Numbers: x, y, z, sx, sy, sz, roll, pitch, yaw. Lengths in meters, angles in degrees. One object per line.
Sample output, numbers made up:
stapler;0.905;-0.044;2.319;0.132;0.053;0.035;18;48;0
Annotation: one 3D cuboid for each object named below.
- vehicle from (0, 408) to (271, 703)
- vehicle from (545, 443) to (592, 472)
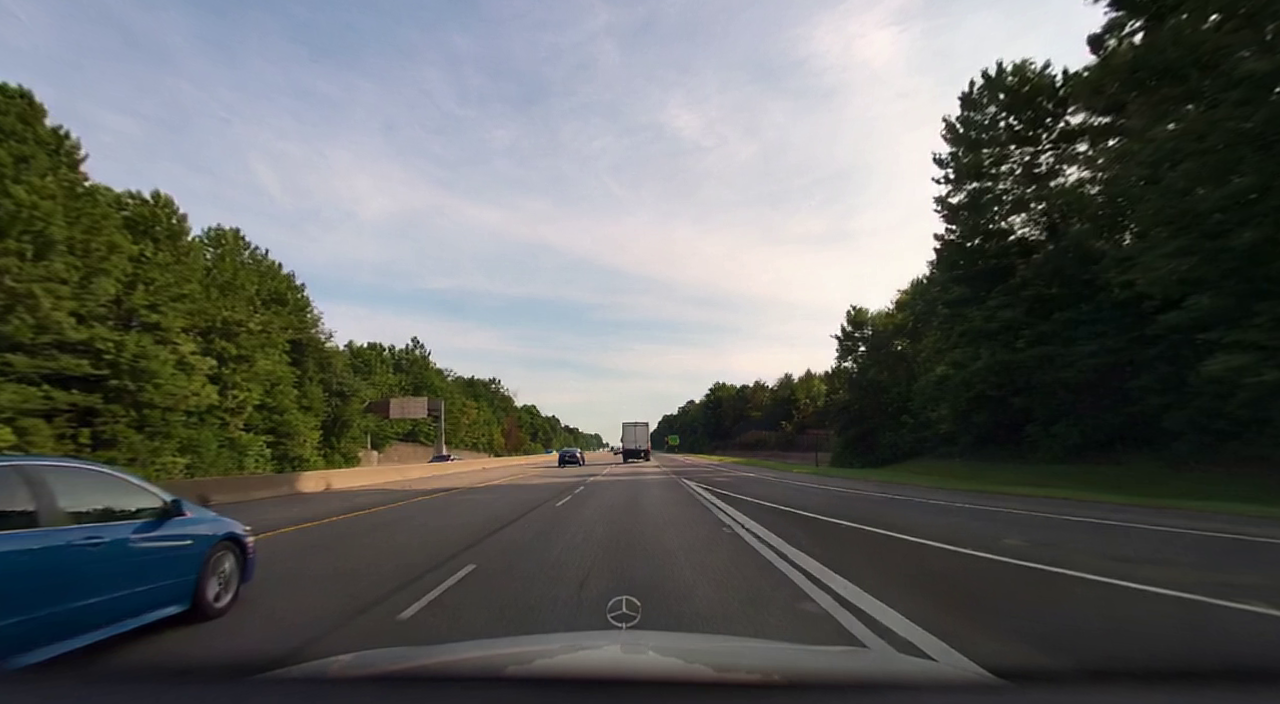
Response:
vehicle;-3.752;0.960;2.450;1.916;1.506;4.476;0;-9;0
vehicle;-4.281;6.358;38.280;2.311;1.655;4.382;0;-9;1
